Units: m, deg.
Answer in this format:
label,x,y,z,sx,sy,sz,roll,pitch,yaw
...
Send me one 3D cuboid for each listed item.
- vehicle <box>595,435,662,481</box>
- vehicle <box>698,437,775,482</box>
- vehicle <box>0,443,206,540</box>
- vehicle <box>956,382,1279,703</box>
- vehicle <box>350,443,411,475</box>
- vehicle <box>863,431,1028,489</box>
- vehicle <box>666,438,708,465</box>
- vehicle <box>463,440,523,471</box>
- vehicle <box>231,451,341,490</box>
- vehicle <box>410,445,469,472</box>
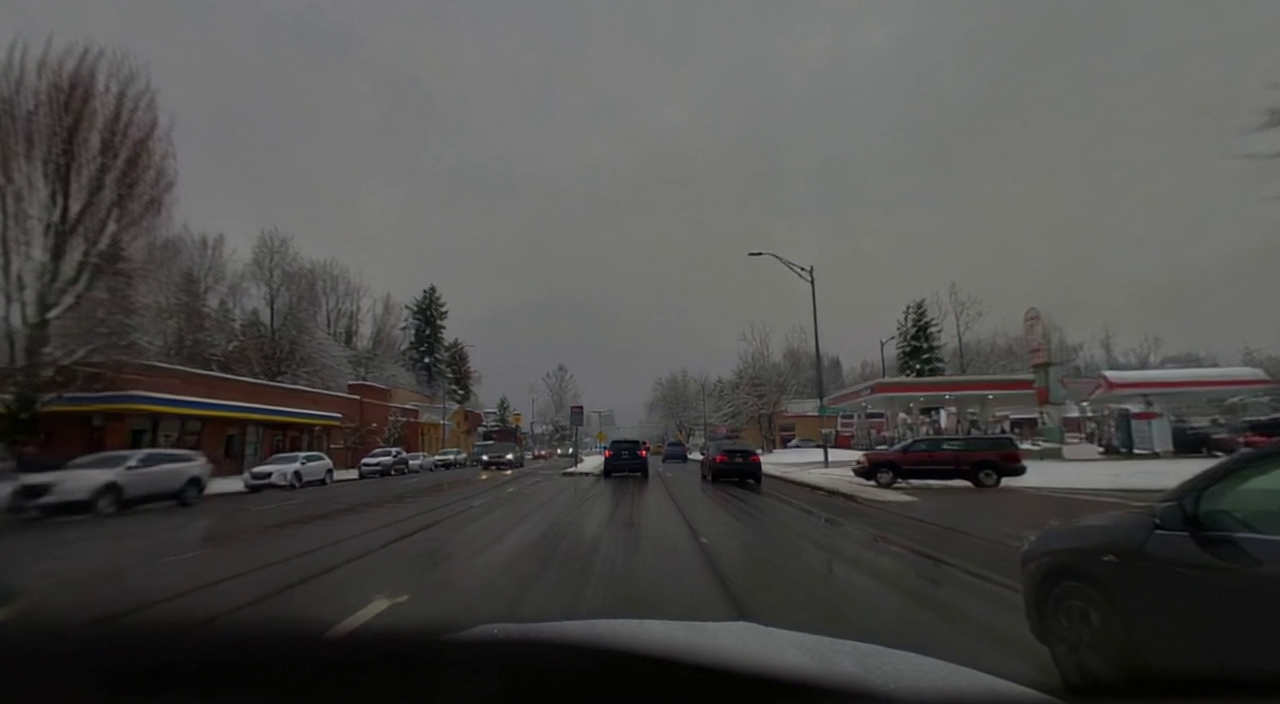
label,x,y,z,sx,sy,sz,roll,pitch,yaw
vehicle,-0.415,3.850,23.207,2.232,1.508,4.319,0,-8,-1
vehicle,3.427,3.904,23.302,2.060,1.471,4.168,0,-8,-1
vehicle,-11.613,2.691,12.955,2.117,1.592,4.660,0,-8,0
vehicle,3.189,0.819,1.886,2.097,1.502,4.470,0,-8,-1
vehicle,-15.628,6.456,38.369,1.979,1.819,4.308,0,-8,-1
vehicle,9.947,3.568,21.044,4.464,1.755,2.236,-2,-9,14
vehicle,2.799,5.998,38.282,2.098,1.527,3.966,0,-8,-2
vehicle,-8.073,5.738,35.246,2.240,1.550,4.760,0,-8,0
vehicle,-14.963,4.993,27.116,2.007,1.463,4.792,0,-8,-1
vehicle,-11.630,6.192,37.064,1.915,1.473,4.573,-1,-8,1
